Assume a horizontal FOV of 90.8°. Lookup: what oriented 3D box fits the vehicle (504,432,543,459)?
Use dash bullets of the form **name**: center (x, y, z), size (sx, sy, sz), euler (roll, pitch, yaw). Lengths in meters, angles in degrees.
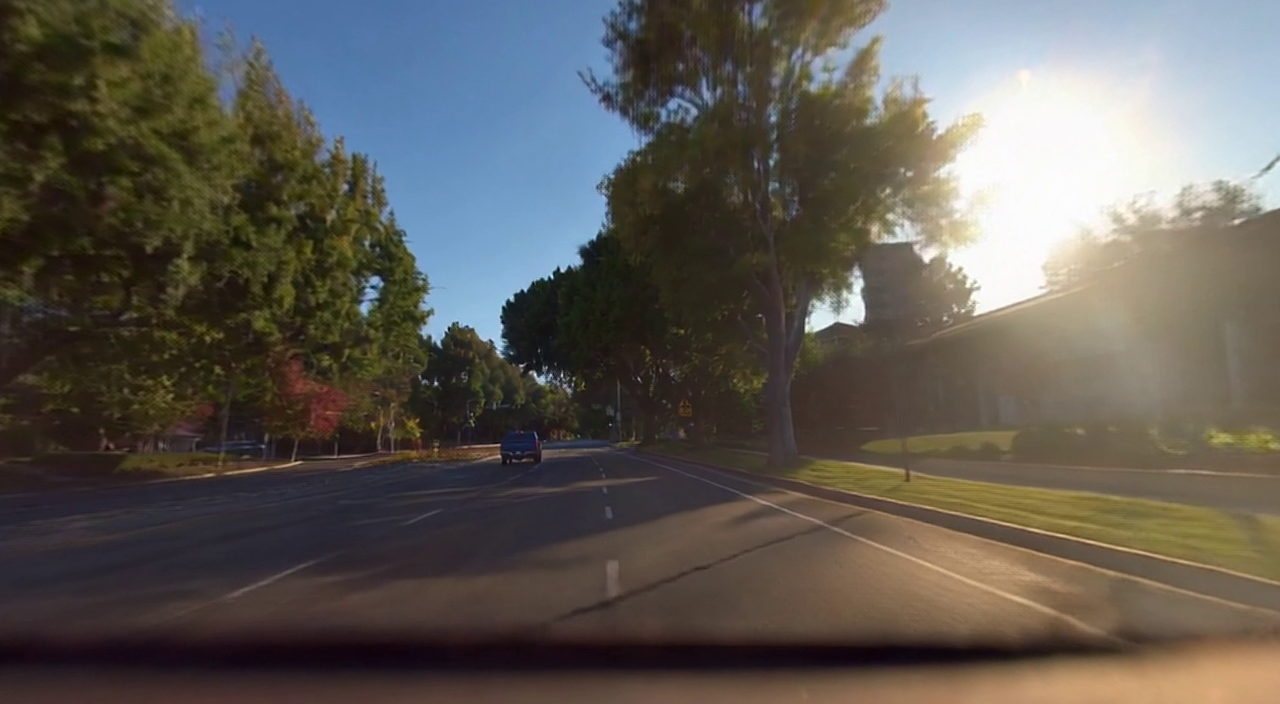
- **vehicle**: center (-8.458, 6.911, 46.590), size (2.267, 1.849, 6.402), euler (1, -9, -6)
